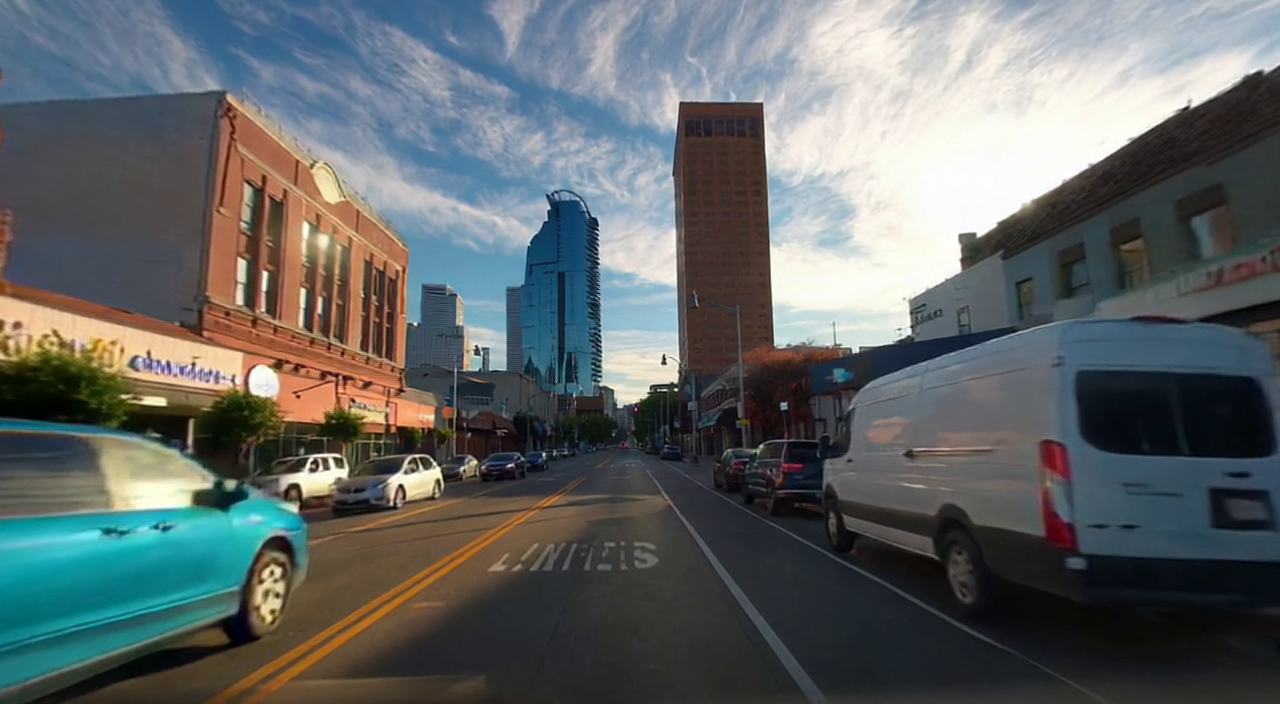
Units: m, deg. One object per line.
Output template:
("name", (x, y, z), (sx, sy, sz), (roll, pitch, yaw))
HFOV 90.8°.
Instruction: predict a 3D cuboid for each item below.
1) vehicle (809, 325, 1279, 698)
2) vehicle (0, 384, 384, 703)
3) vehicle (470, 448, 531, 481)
("vehicle", (3.749, 1.319, 6.588), (2.215, 2.177, 5.608), (0, -8, -2))
("vehicle", (-3.282, 1.101, 3.475), (2.024, 1.579, 4.300), (0, -8, -2))
("vehicle", (-6.899, 5.594, 31.838), (1.993, 1.484, 4.812), (0, -8, 0))
